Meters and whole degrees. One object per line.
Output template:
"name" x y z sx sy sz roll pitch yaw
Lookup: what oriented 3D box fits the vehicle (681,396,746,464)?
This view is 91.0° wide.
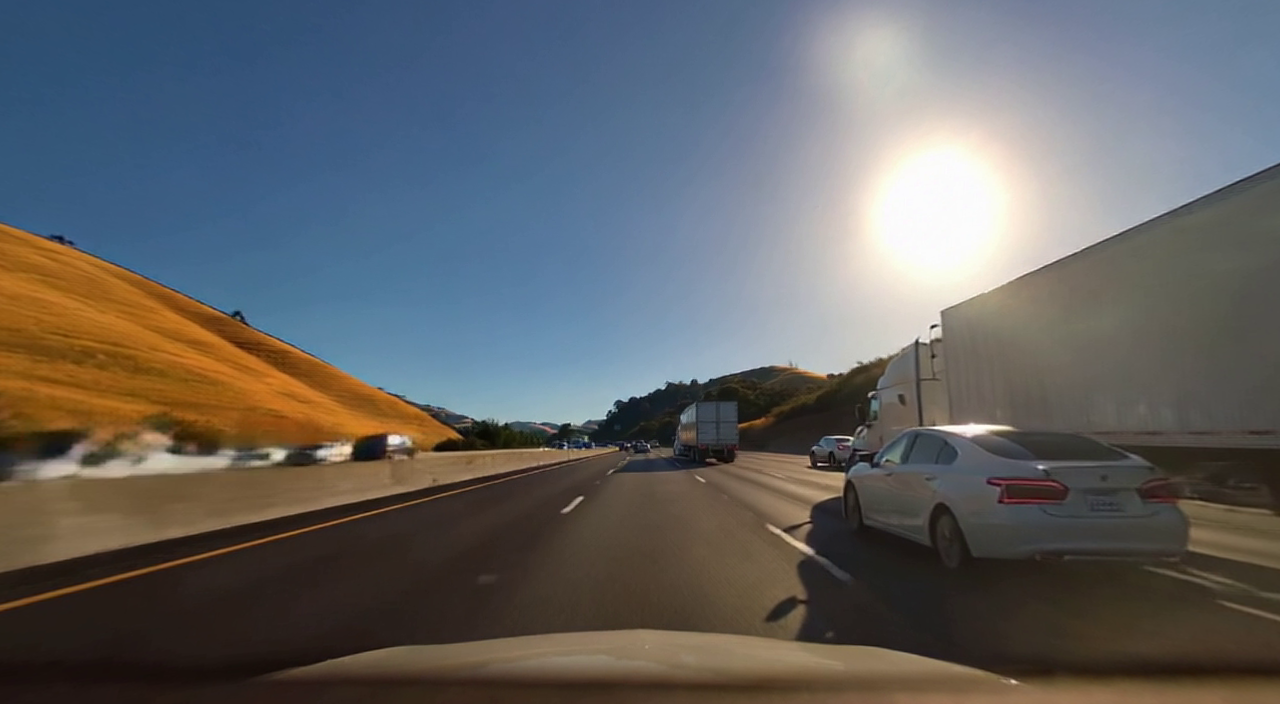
"vehicle" 4.649 5.391 42.351 3.049 3.968 10.706 0 -8 0

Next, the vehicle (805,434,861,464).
"vehicle" 11.997 6.059 39.493 2.046 1.741 4.769 0 -9 0

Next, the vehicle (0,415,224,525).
"vehicle" -9.161 1.852 10.536 1.794 1.488 3.755 -1 -7 1

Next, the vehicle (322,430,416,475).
"vehicle" -14.869 5.539 35.053 2.496 2.265 5.849 0 -9 1

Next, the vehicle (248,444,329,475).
"vehicle" -20.093 6.136 36.262 2.005 1.679 4.481 0 -9 1

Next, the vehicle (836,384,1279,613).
"vehicle" 3.892 1.425 6.973 2.055 1.737 4.224 0 -9 0
